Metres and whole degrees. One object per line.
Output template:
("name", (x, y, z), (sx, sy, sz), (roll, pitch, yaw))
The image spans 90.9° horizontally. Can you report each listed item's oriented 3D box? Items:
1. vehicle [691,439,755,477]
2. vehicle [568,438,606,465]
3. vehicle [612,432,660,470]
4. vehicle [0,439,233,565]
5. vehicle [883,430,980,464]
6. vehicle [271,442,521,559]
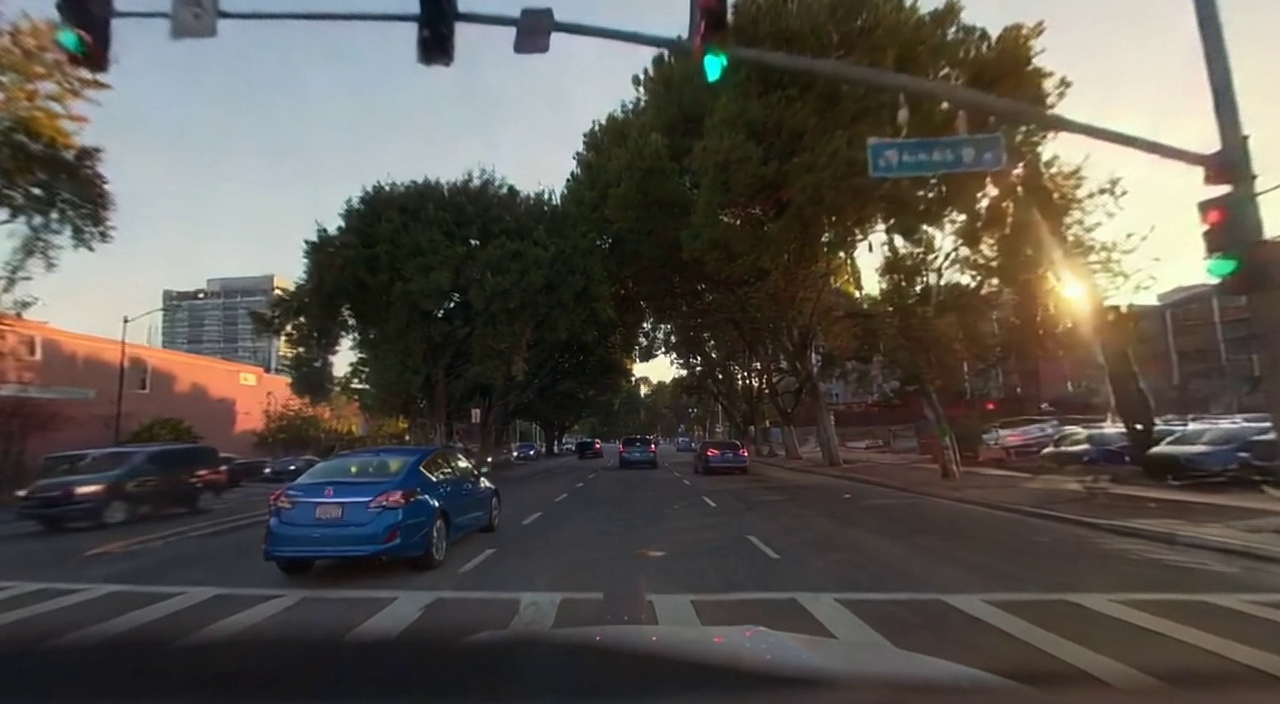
("vehicle", (3.405, 4.444, 26.632), (2.058, 1.472, 4.317), (0, -8, -1))
("vehicle", (-3.440, 6.575, 41.703), (2.130, 1.645, 3.995), (0, -8, 1))
("vehicle", (-0.171, 5.276, 33.761), (2.361, 1.898, 4.465), (0, -8, 1))
("vehicle", (-9.033, 2.250, 10.012), (2.059, 1.559, 4.709), (-4, -8, 0))
("vehicle", (15.845, 5.202, 34.430), (4.255, 1.520, 1.900), (-4, -8, 1))
("vehicle", (-3.299, 2.070, 9.550), (2.115, 1.369, 3.908), (0, -8, 2))
